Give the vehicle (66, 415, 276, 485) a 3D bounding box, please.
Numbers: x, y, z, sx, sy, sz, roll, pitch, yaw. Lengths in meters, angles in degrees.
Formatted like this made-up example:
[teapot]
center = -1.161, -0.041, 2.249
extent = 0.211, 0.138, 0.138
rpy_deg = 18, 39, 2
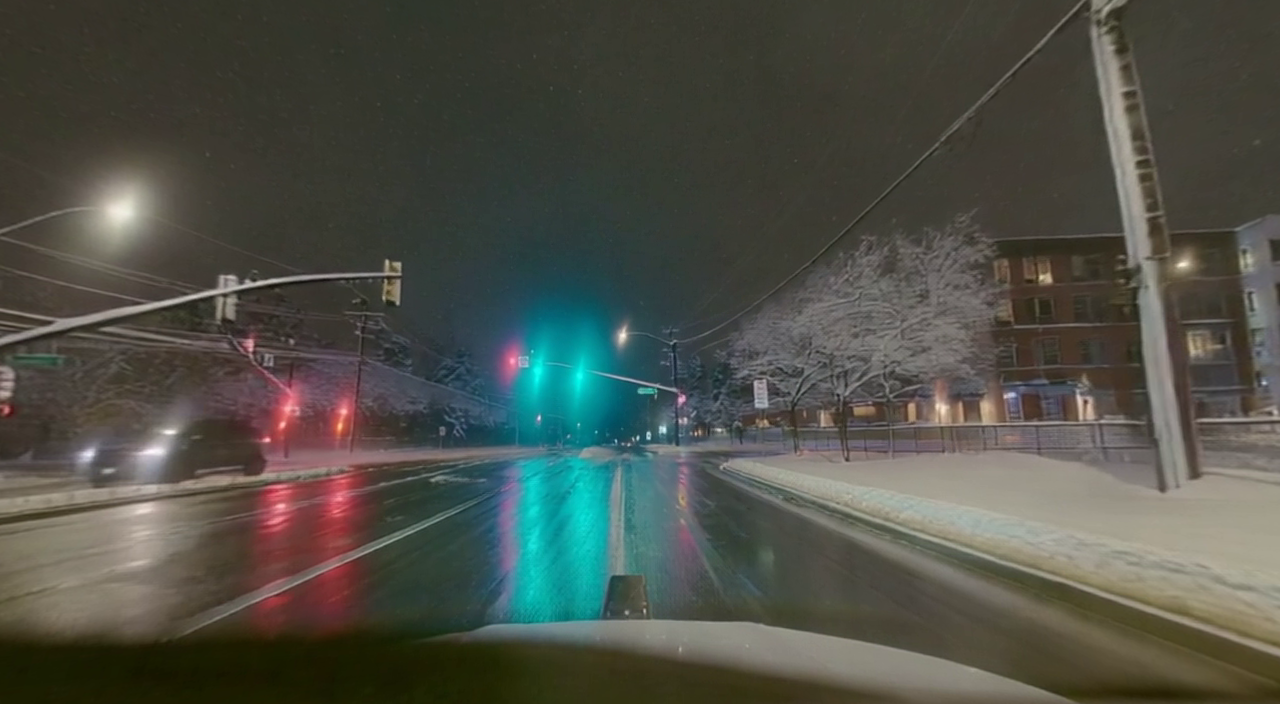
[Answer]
[vehicle]
center = -14.650, 3.141, 20.354
extent = 2.437, 1.910, 5.780
rpy_deg = 0, -9, -2
